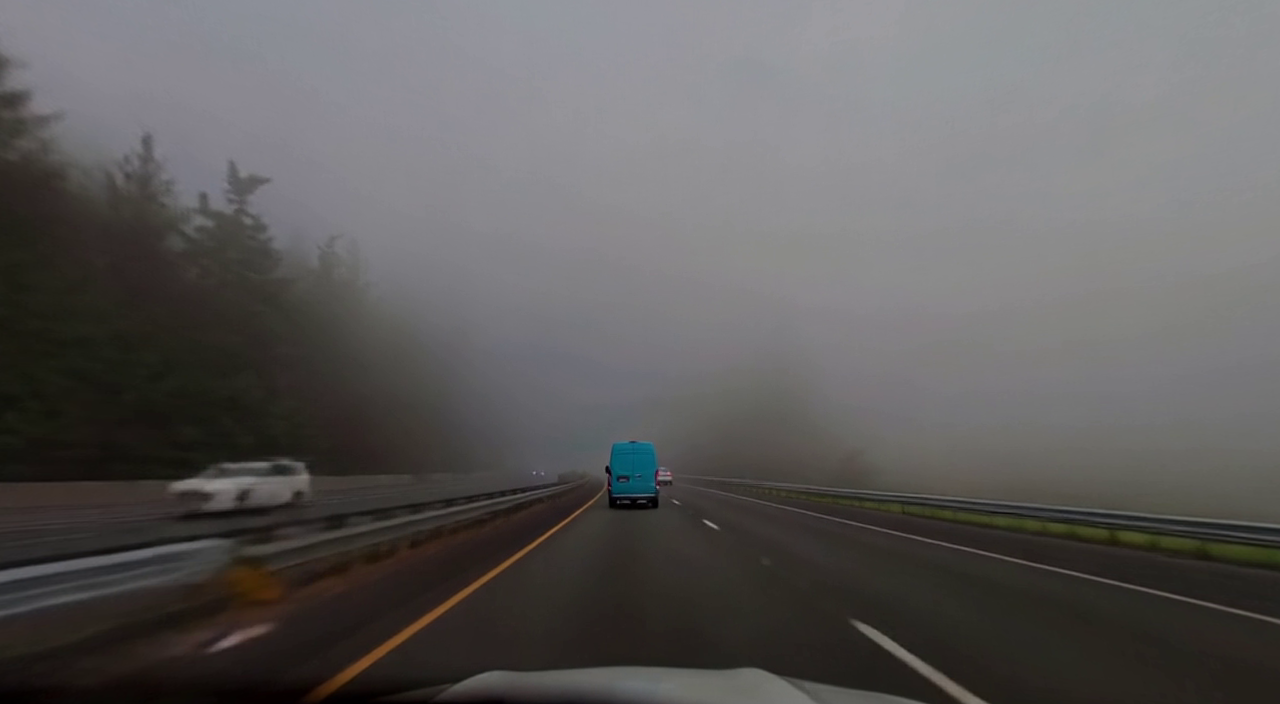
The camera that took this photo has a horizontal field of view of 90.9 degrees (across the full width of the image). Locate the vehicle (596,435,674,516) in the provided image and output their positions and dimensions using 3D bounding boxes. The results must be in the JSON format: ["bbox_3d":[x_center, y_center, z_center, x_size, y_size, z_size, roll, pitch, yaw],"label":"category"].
[{"bbox_3d":[-0.268,4.355,22.503,2.375,2.432,6.161,1,-10,-2],"label":"vehicle"}]
